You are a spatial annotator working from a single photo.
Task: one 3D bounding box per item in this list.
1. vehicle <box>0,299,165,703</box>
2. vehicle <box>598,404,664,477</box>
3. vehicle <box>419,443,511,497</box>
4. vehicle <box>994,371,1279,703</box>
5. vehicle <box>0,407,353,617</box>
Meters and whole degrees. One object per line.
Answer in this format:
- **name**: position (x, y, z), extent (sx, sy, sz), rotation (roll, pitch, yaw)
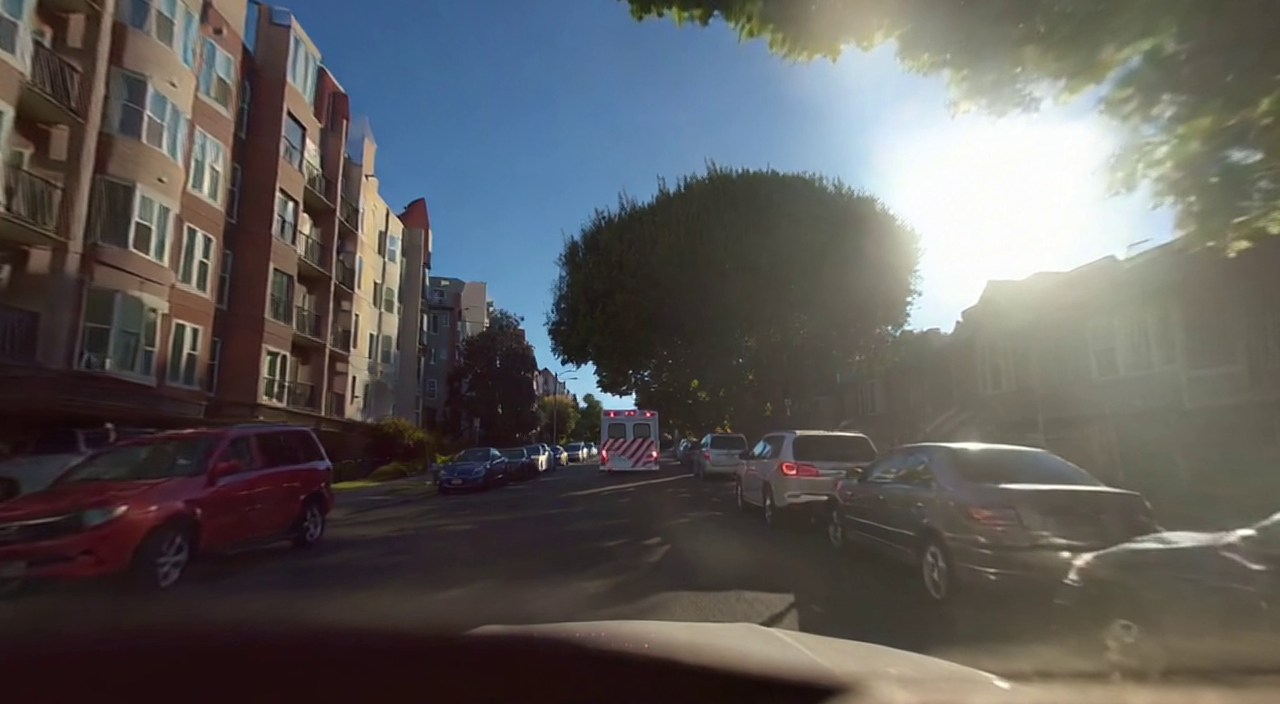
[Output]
- **vehicle**: position (-3.018, 0.519, 0.466), extent (2.029, 1.802, 4.229), rotation (0, -8, -1)
- **vehicle**: position (-0.398, 4.267, 30.300), extent (2.754, 3.008, 7.730), rotation (0, -8, -1)
- **vehicle**: position (-5.870, 3.966, 21.788), extent (1.967, 1.492, 4.781), rotation (-4, -8, -3)
- **vehicle**: position (3.209, 0.807, 1.592), extent (2.035, 1.549, 4.373), rotation (3, -8, -2)
- **vehicle**: position (-5.398, 1.715, 7.696), extent (1.923, 1.755, 4.316), rotation (-2, -8, -2)
